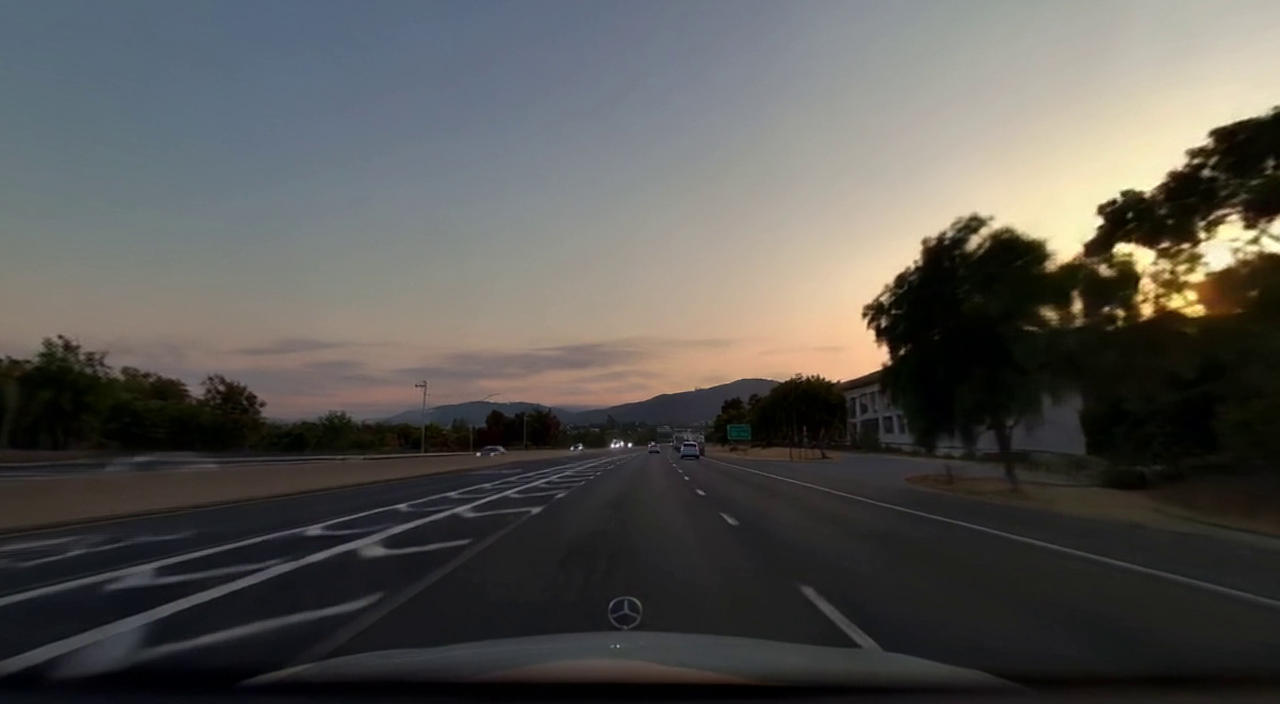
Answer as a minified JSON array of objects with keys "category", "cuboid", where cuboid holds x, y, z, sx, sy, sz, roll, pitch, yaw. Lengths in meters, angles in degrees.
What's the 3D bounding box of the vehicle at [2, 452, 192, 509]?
[{"category":"vehicle","cuboid":[-16.329,3.844,19.357,1.807,1.442,4.421,0,-8,2]}]
